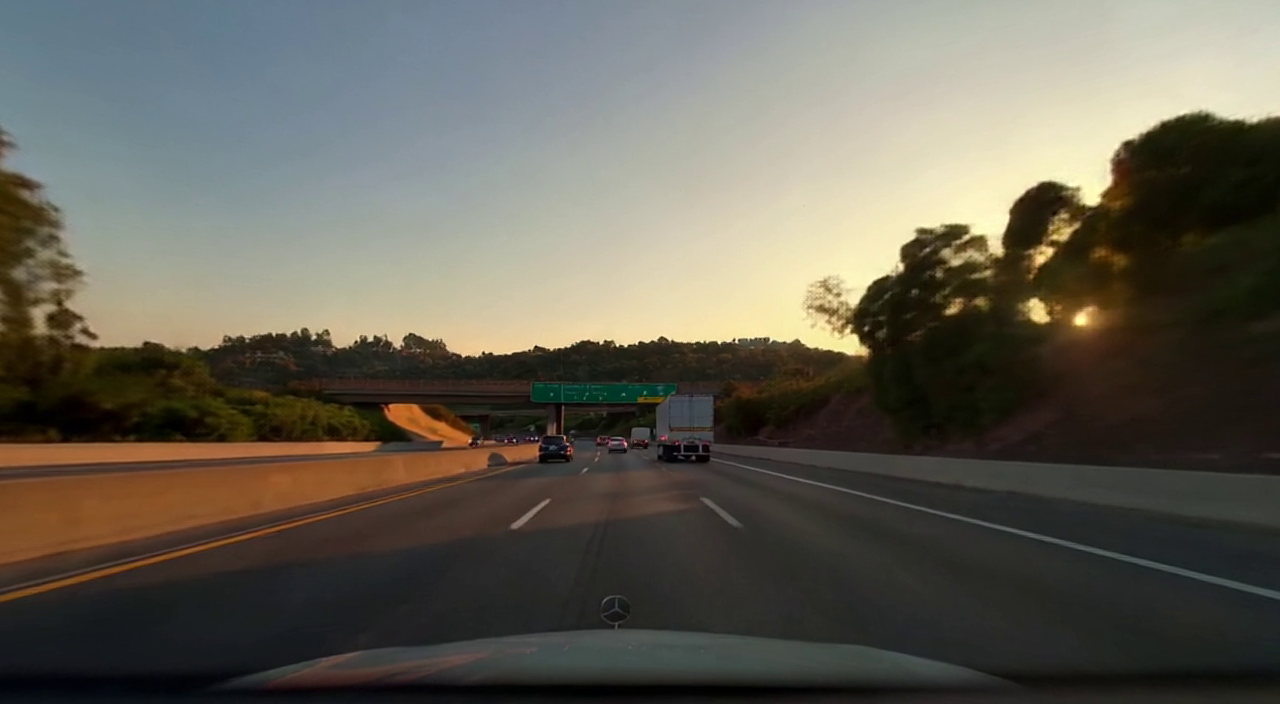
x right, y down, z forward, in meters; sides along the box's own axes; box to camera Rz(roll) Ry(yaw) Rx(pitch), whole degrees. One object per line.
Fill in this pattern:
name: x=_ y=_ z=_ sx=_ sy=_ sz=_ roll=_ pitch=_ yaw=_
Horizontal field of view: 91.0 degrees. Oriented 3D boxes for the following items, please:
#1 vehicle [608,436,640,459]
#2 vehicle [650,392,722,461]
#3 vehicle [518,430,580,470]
vehicle: x=-1.159 y=6.604 z=43.673 sx=2.125 sy=1.542 sz=3.816 roll=0 pitch=-8 yaw=-2
vehicle: x=2.803 y=5.340 z=43.716 sx=3.301 sy=4.034 sz=13.722 roll=0 pitch=-8 yaw=-3
vehicle: x=-4.273 y=4.714 z=30.425 sx=2.377 sy=1.747 sz=4.703 roll=0 pitch=-8 yaw=-1
